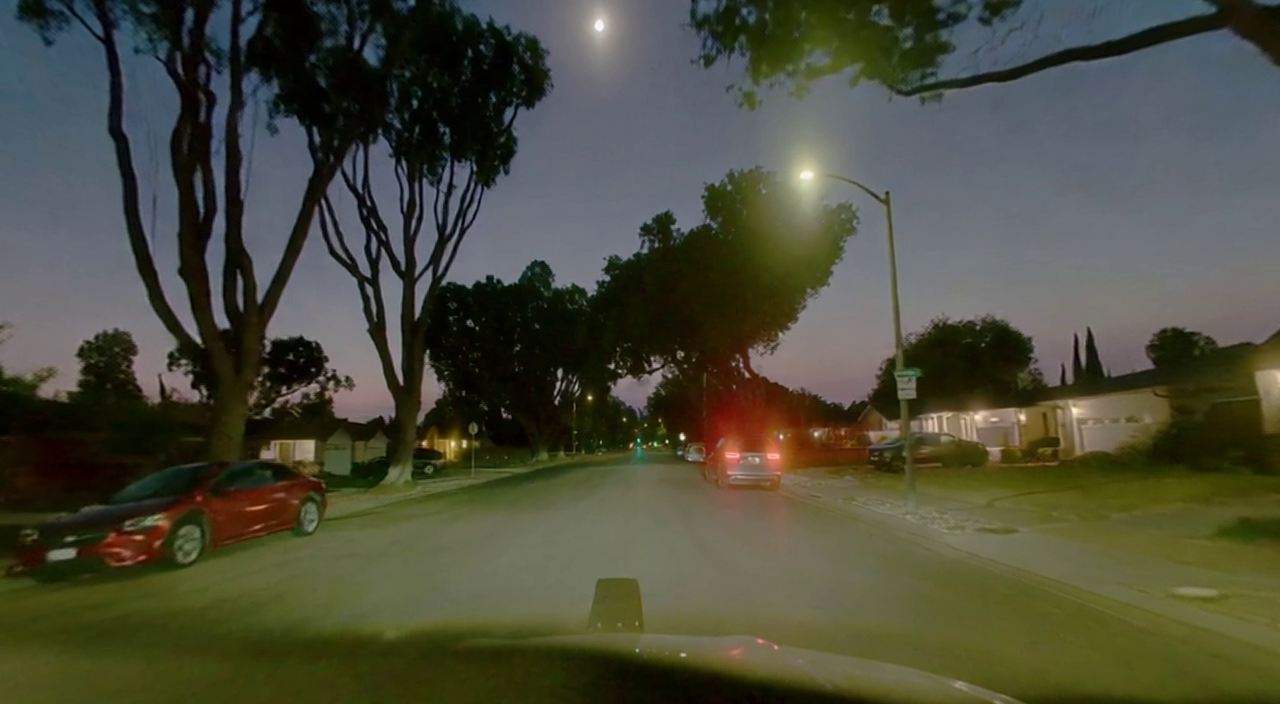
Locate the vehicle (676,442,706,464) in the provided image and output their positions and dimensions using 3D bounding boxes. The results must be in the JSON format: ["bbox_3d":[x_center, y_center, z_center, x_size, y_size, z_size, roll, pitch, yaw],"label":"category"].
[{"bbox_3d":[3.692,7.445,46.735,2.016,1.567,4.228,-1,-8,2],"label":"vehicle"}]

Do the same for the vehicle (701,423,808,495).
[{"bbox_3d":[3.293,3.225,19.391,2.241,1.875,5.059,0,-8,-1],"label":"vehicle"}]

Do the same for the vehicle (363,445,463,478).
[{"bbox_3d":[-12.917,6.215,36.138,4.928,1.797,1.981,-1,-9,2],"label":"vehicle"}]

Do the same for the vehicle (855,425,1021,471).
[{"bbox_3d":[10.601,3.495,22.893,5.041,1.486,1.969,-3,-9,13],"label":"vehicle"}]

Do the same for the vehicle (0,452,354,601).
[{"bbox_3d":[-6.250,2.298,9.232,2.099,1.399,4.357,-4,-8,1],"label":"vehicle"}]
